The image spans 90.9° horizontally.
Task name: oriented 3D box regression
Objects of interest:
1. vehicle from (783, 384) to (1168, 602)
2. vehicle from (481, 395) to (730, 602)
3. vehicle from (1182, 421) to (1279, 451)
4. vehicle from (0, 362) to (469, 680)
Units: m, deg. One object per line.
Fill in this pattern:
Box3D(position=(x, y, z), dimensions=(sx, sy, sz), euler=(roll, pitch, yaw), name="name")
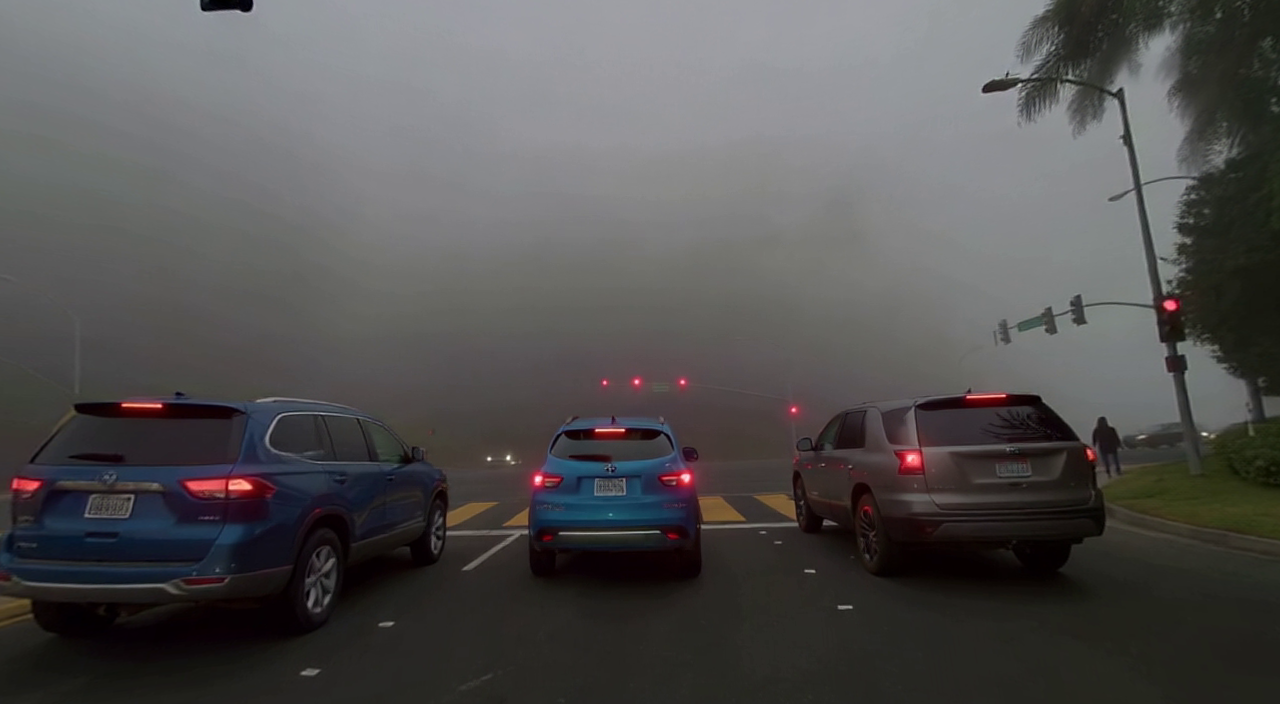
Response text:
Box3D(position=(3.269, 1.485, 7.498), dimensions=(2.083, 1.779, 4.532), euler=(0, -8, 0), name="vehicle")
Box3D(position=(-0.232, 1.513, 7.308), dimensions=(2.067, 1.702, 3.987), euler=(0, -8, 2), name="vehicle")
Box3D(position=(32.801, 4.652, 34.755), dimensions=(4.175, 1.634, 1.877), euler=(1, -8, -4), name="vehicle")
Box3D(position=(-3.274, 1.284, 5.893), dimensions=(2.047, 1.810, 4.414), euler=(0, -8, 1), name="vehicle")
